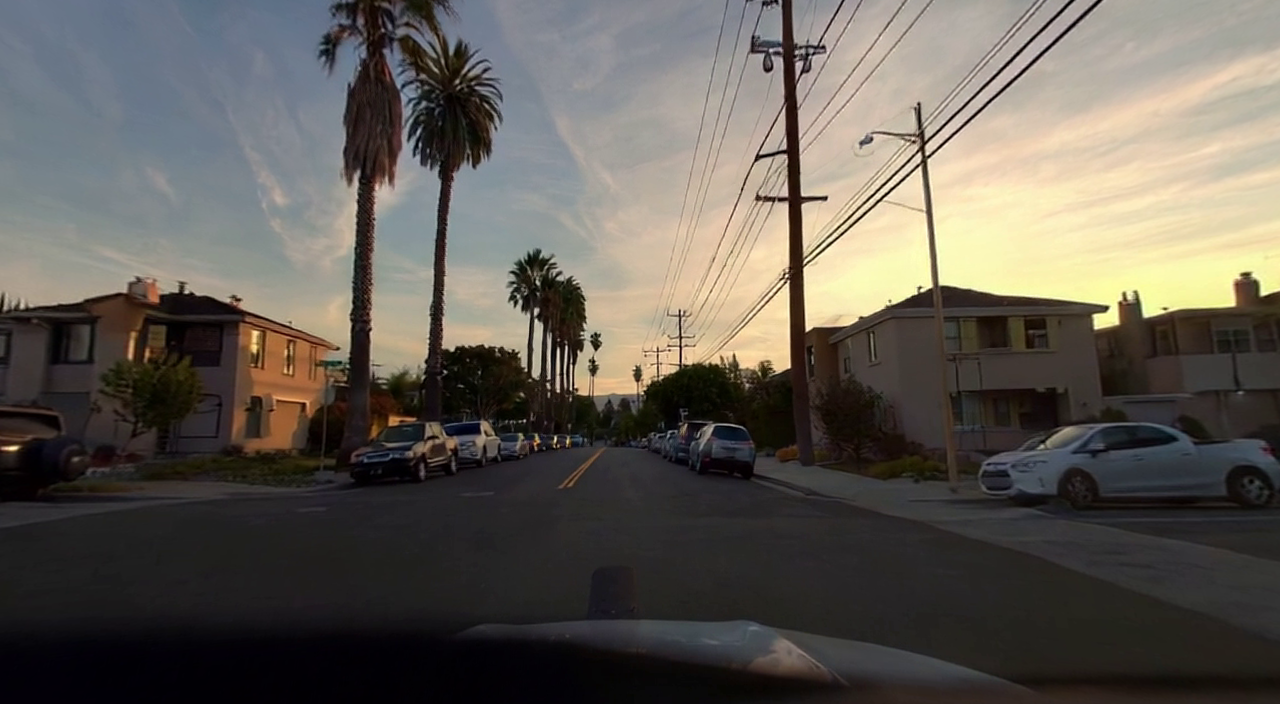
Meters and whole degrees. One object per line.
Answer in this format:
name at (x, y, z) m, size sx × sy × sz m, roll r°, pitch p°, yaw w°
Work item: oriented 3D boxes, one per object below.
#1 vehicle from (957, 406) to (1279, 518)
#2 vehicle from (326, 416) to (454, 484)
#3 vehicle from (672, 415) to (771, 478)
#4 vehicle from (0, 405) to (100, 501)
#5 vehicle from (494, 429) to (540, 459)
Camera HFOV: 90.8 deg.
vehicle at (10.249, 2.234, 13.186) m, size 5.971 × 1.967 × 2.385 m, roll -1°, pitch -9°, yaw -5°
vehicle at (-7.027, 2.838, 18.372) m, size 2.198 × 1.724 × 4.493 m, roll 1°, pitch -9°, yaw -5°
vehicle at (2.626, 3.313, 22.194) m, size 2.505 × 1.895 × 5.805 m, roll 1°, pitch -9°, yaw -2°
vehicle at (-14.815, 2.097, 12.553) m, size 5.847 × 1.766 × 2.392 m, roll -1°, pitch -8°, yaw -3°
vehicle at (-8.023, 6.066, 41.686) m, size 2.178 × 1.865 × 4.658 m, roll 0°, pitch -9°, yaw -2°
